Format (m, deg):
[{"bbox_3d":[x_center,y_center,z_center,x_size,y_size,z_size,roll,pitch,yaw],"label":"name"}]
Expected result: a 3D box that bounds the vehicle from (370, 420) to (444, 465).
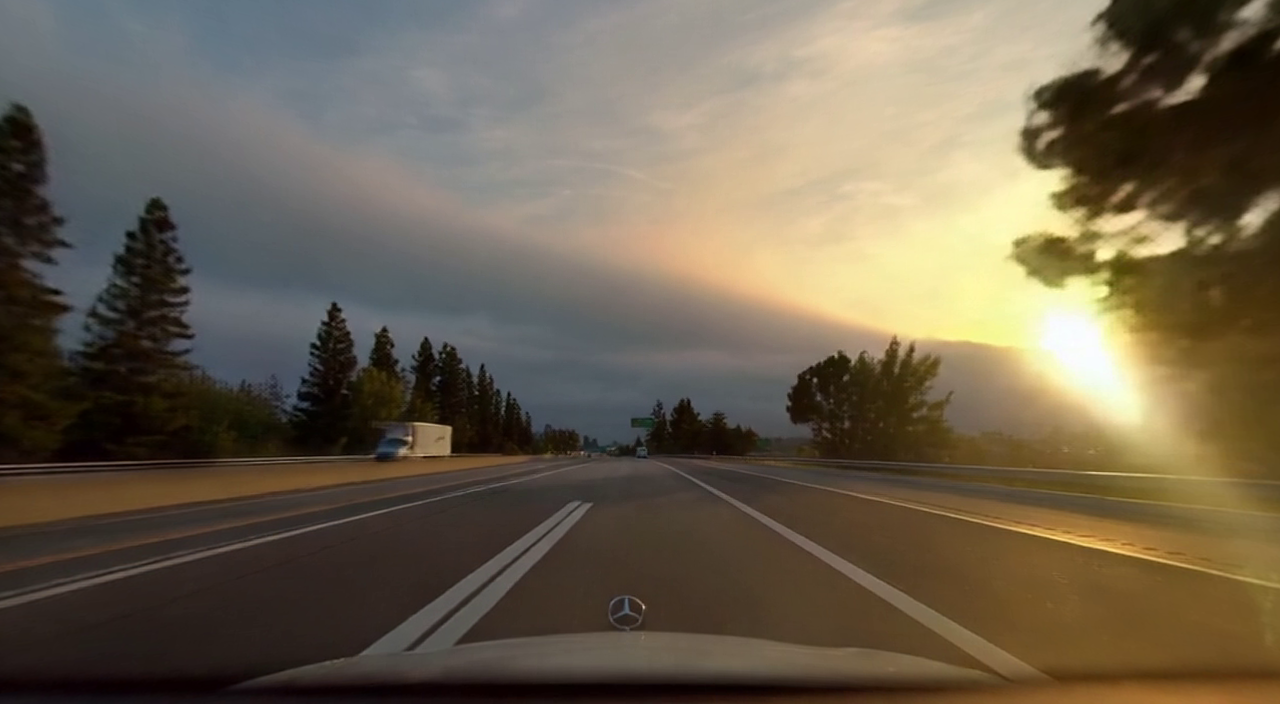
[{"bbox_3d":[-17.578,6.976,48.230,2.685,3.137,7.722,0,-9,0],"label":"vehicle"}]
